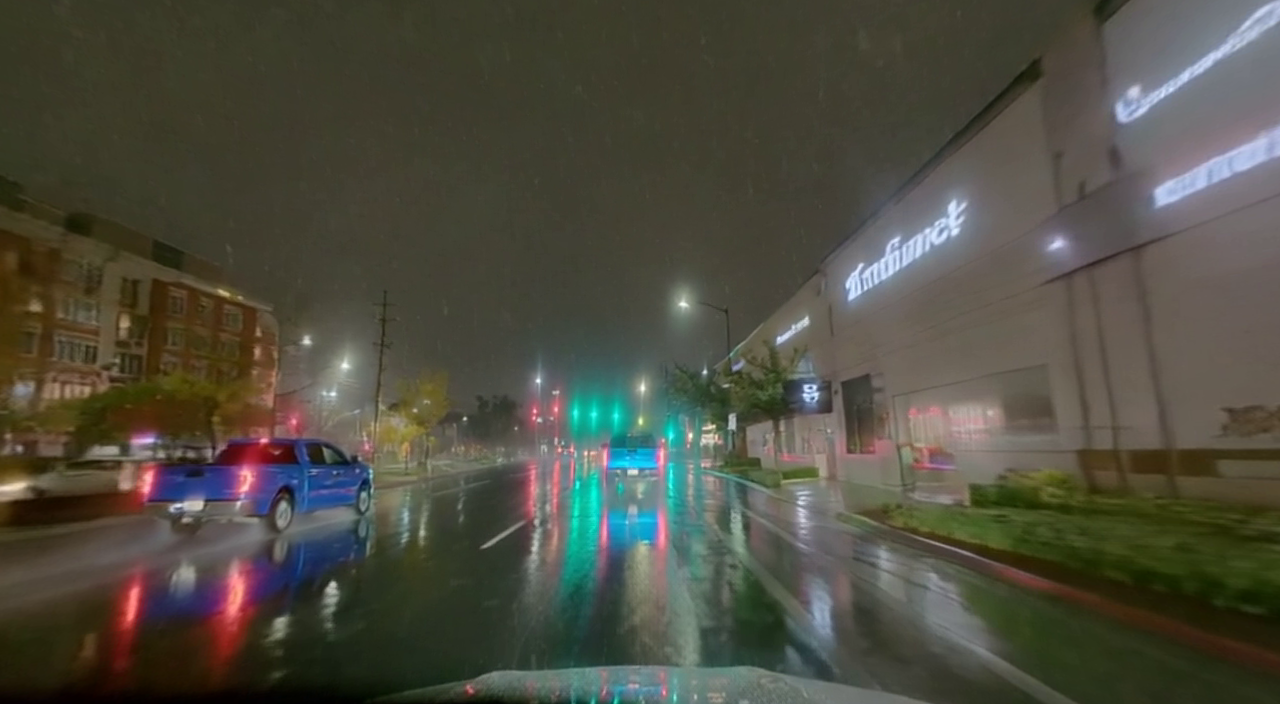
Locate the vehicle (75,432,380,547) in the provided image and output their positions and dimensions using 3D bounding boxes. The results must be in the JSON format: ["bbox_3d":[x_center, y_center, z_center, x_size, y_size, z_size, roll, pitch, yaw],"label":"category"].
[{"bbox_3d":[-6.161,2.064,10.305,1.888,1.424,4.553,0,-8,1],"label":"vehicle"}]

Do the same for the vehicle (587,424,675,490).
[{"bbox_3d":[-0.306,3.519,21.613,2.590,1.932,5.776,0,-8,-1],"label":"vehicle"}]

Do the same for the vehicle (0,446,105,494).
[{"bbox_3d":[-22.016,4.172,22.717,1.776,1.538,4.283,0,-8,0],"label":"vehicle"}]
